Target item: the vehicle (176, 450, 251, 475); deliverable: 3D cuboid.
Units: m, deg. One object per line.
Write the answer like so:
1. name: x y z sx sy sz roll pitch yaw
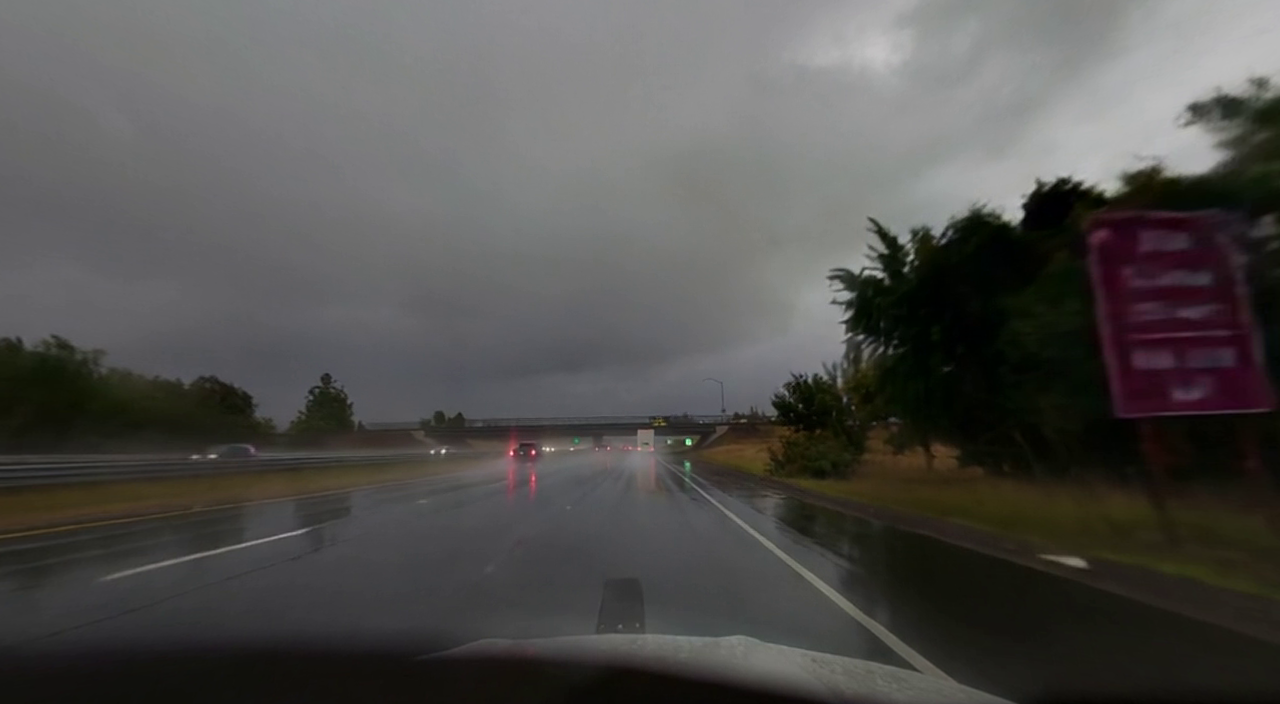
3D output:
1. vehicle: -31.741 8.200 47.097 2.027 1.720 4.965 0 -9 1

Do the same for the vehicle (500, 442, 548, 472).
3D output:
1. vehicle: -7.121 6.486 39.084 2.070 1.738 4.733 0 -9 0
